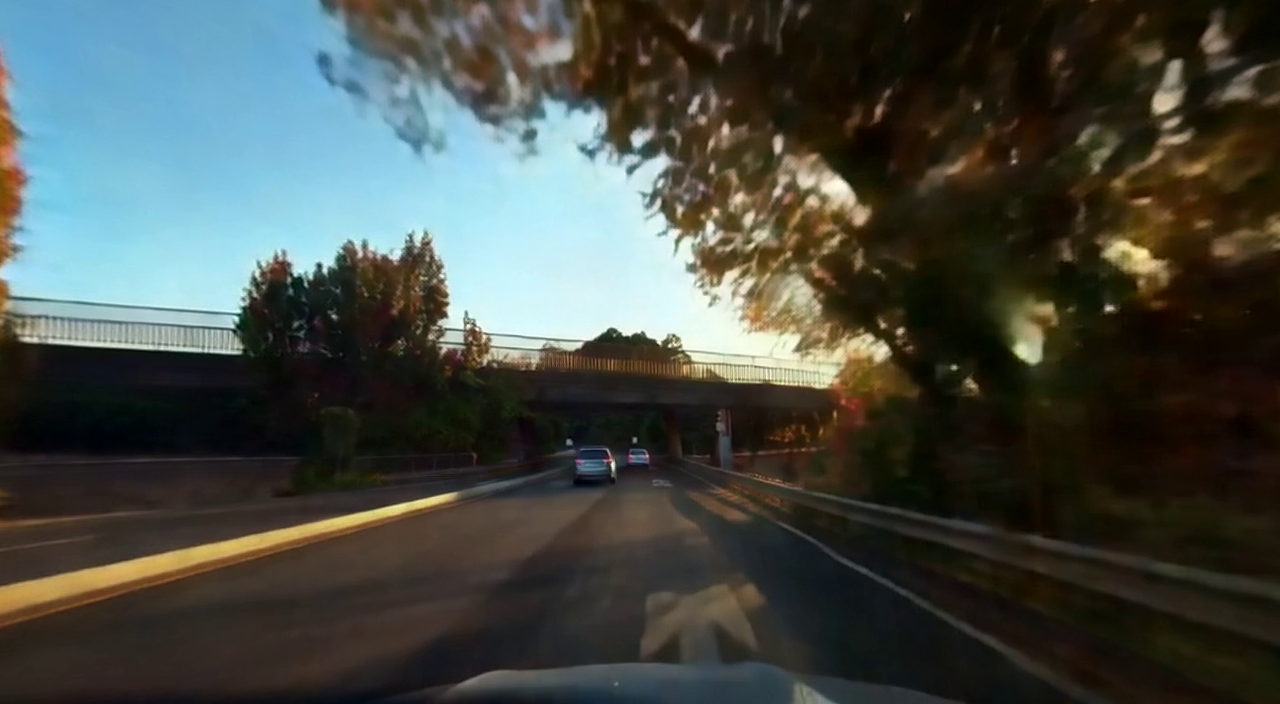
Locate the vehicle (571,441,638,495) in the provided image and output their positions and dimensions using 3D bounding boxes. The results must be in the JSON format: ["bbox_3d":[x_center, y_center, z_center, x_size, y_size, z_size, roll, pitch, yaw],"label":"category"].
[{"bbox_3d":[-1.171,3.822,21.036,2.037,1.601,3.643,0,-9,-3],"label":"vehicle"}]
